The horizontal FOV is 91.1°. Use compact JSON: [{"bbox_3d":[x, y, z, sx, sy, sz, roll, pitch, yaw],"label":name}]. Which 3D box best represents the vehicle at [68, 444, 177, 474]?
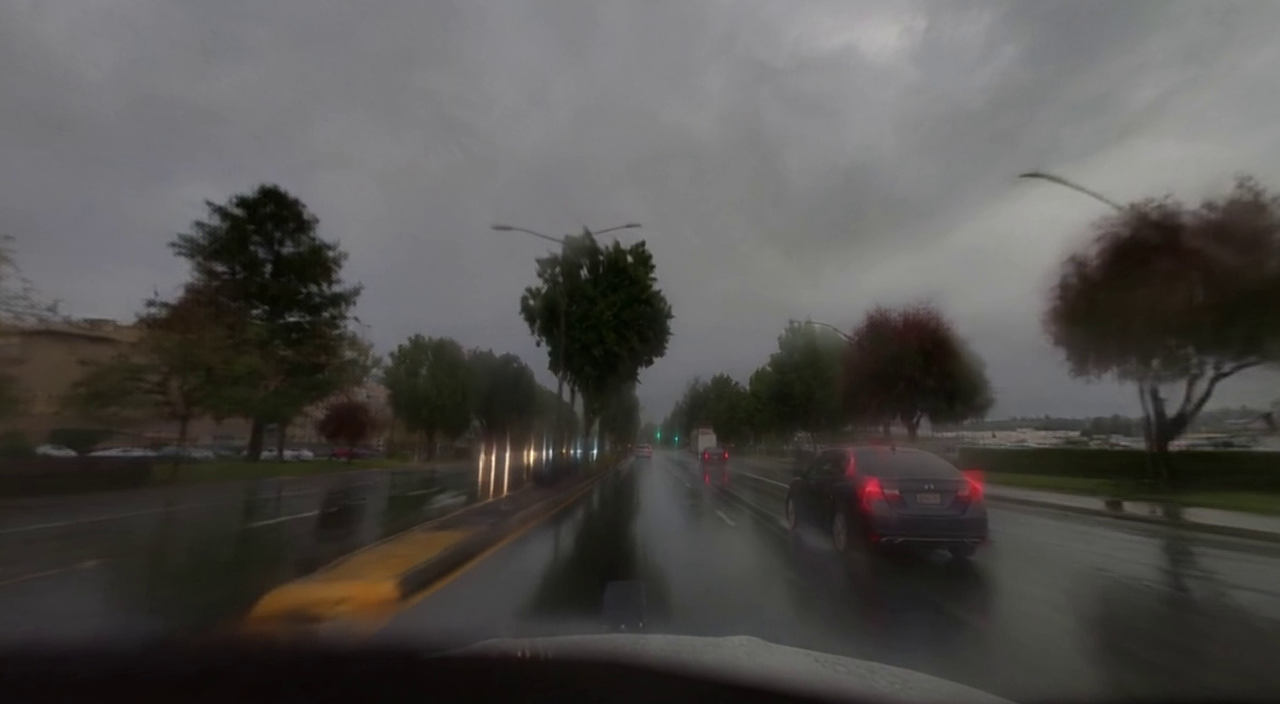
[{"bbox_3d":[-29.546,6.109,35.944,4.409,1.676,1.917,0,-9,-3],"label":"vehicle"}]

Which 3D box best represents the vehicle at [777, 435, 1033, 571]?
[{"bbox_3d":[3.455,2.032,9.297,1.935,1.501,4.384,0,-9,1],"label":"vehicle"}]

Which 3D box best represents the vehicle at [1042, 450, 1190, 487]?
[{"bbox_3d":[19.818,4.865,26.281,4.504,1.448,2.027,0,-9,0],"label":"vehicle"}]

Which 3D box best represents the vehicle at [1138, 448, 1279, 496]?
[{"bbox_3d":[19.231,3.876,20.541,4.127,1.462,1.861,-1,-9,4],"label":"vehicle"}]

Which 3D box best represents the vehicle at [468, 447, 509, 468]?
[{"bbox_3d":[-11.766,8.234,49.100,1.983,1.567,4.557,0,-9,1],"label":"vehicle"}]

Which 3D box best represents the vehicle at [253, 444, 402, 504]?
[{"bbox_3d":[-8.581,3.357,17.781,1.946,1.464,4.376,0,-9,0],"label":"vehicle"}]
